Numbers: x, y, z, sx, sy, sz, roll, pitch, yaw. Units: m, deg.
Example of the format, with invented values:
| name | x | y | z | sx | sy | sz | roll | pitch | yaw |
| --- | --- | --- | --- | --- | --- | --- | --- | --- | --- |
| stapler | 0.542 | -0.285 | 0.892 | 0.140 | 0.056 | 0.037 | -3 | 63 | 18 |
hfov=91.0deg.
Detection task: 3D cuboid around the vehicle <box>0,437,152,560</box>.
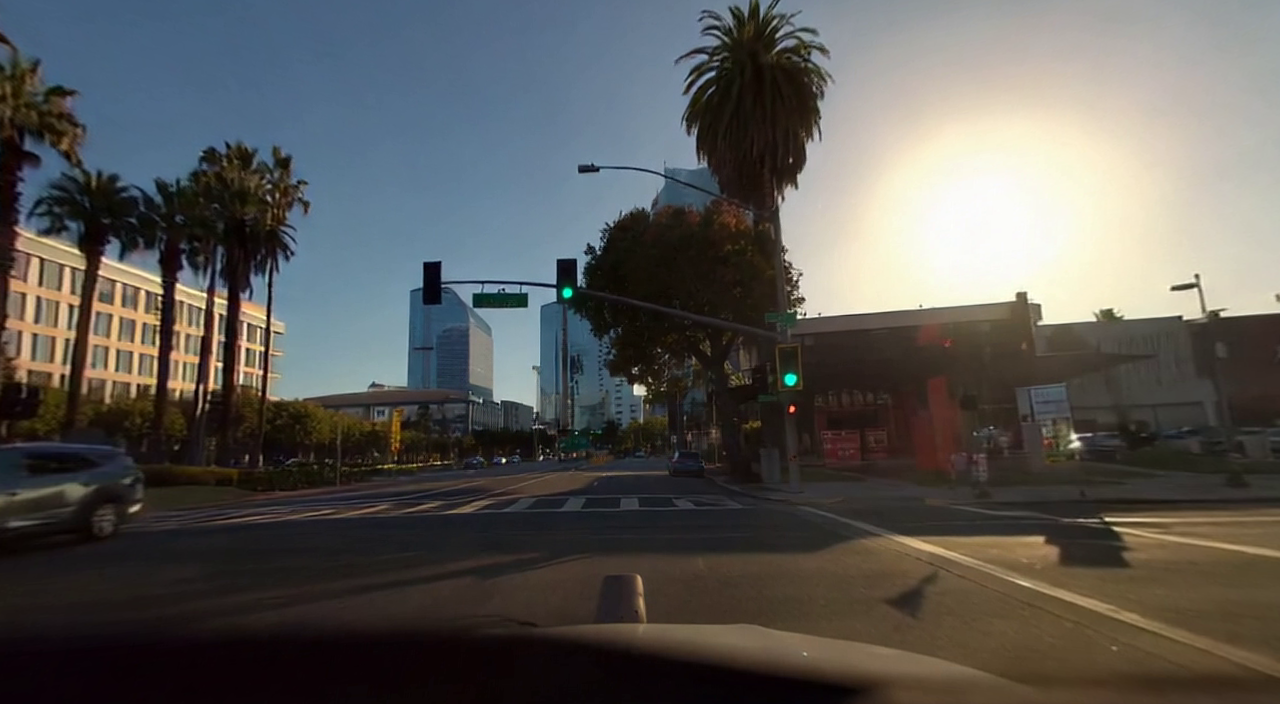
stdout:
| name | x | y | z | sx | sy | sz | roll | pitch | yaw |
| --- | --- | --- | --- | --- | --- | --- | --- | --- | --- |
| vehicle | -10.734 | 2.254 | 9.819 | 2.270 | 1.833 | 4.860 | 0 | -9 | 0 |
